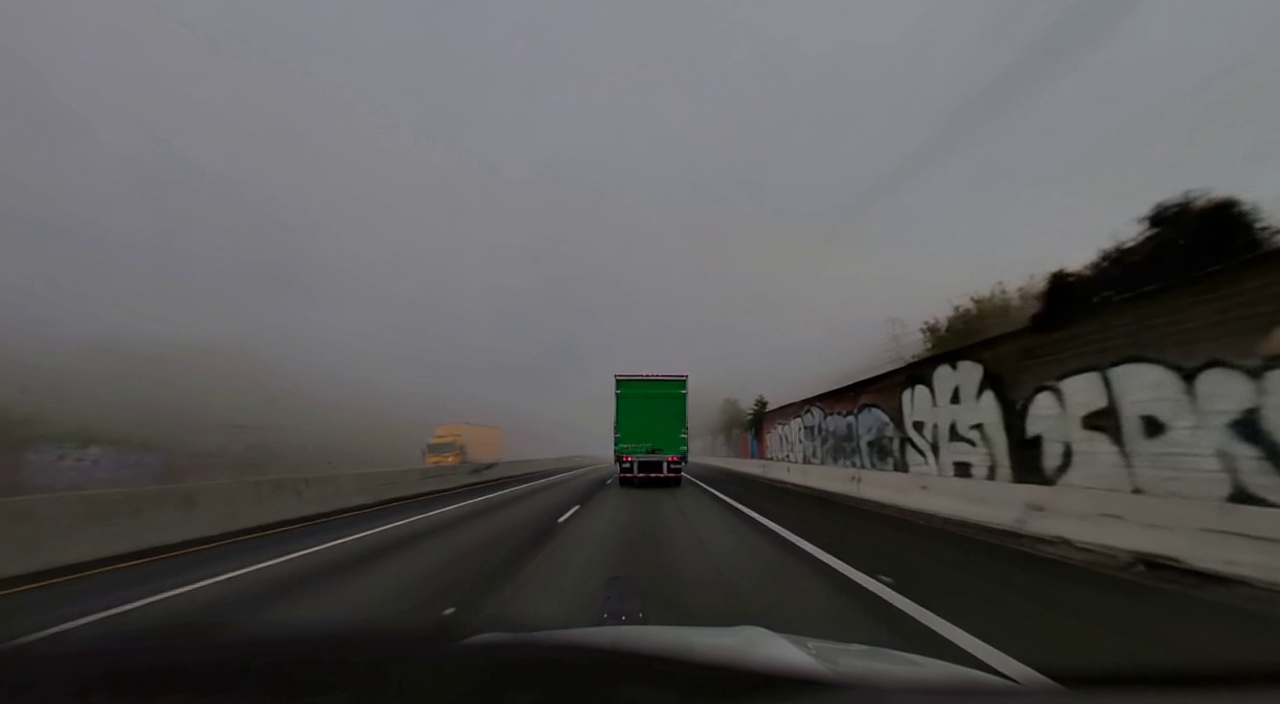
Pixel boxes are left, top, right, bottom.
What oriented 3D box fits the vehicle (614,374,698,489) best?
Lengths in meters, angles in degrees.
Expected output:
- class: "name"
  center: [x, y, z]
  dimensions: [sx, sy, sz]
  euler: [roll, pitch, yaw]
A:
- class: "vehicle"
  center: [0.446, 3.522, 26.897]
  dimensions: [2.900, 3.955, 10.151]
  euler: [0, -9, -1]
